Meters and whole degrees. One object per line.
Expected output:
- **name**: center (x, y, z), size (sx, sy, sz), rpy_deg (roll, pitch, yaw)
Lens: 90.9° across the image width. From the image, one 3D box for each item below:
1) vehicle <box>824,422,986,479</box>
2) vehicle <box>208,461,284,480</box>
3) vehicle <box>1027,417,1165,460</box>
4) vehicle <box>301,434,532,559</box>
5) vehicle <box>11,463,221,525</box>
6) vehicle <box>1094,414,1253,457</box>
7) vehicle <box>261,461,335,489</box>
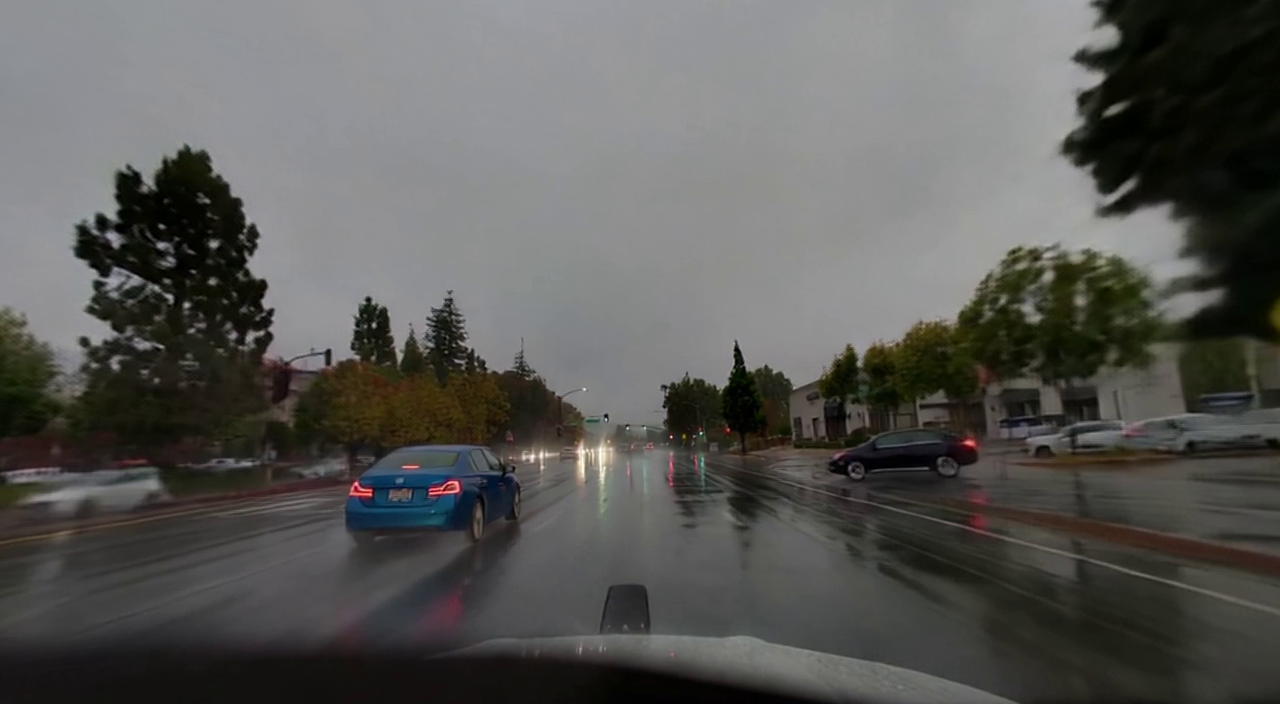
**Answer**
- **vehicle**: center (8.567, 3.256, 20.844), size (4.511, 1.720, 2.131), rpy_deg (-2, -8, 11)
- **vehicle**: center (-30.875, 9.300, 49.436), size (4.737, 1.375, 1.926), rpy_deg (-1, -8, 3)
- **vehicle**: center (17.162, 3.333, 24.050), size (1.966, 1.451, 4.297), rpy_deg (0, -9, -1)
- **vehicle**: center (-3.080, 2.079, 9.855), size (1.924, 1.480, 4.421), rpy_deg (-1, -9, 1)
- **vehicle**: center (-14.525, 3.937, 17.936), size (1.964, 1.376, 4.627), rpy_deg (-1, -9, 0)
- **vehicle**: center (19.999, 3.217, 23.972), size (1.857, 1.471, 4.717), rpy_deg (0, -9, -1)
- **vehicle**: center (-20.168, 7.256, 37.427), size (1.757, 1.449, 4.416), rpy_deg (-1, -9, 3)
